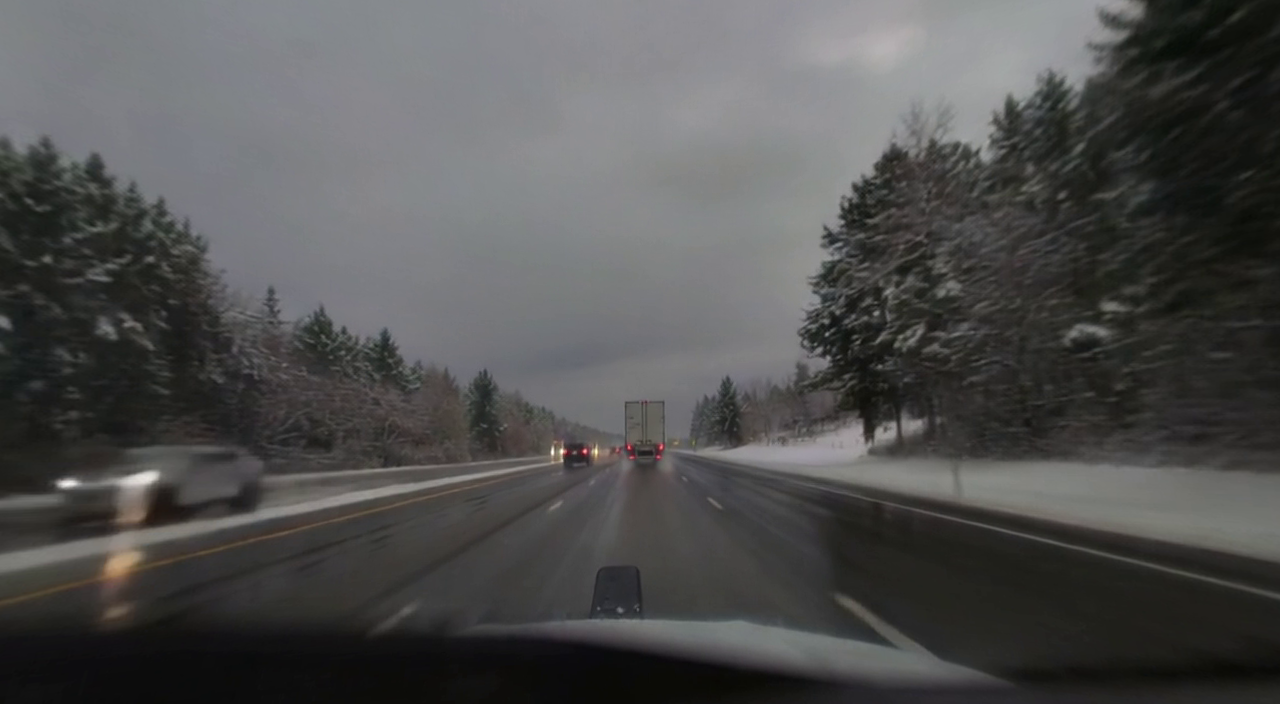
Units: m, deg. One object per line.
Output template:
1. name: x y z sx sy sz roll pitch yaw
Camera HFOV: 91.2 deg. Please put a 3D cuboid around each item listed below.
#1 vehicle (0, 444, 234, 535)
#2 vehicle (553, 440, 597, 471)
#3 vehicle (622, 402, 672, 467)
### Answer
1. vehicle: -10.402 2.611 12.506 1.845 1.488 4.104 0 -9 0
2. vehicle: -3.657 5.922 35.924 2.112 1.645 4.129 0 -9 0
3. vehicle: 0.390 6.026 44.864 3.100 4.091 10.664 0 -9 0
